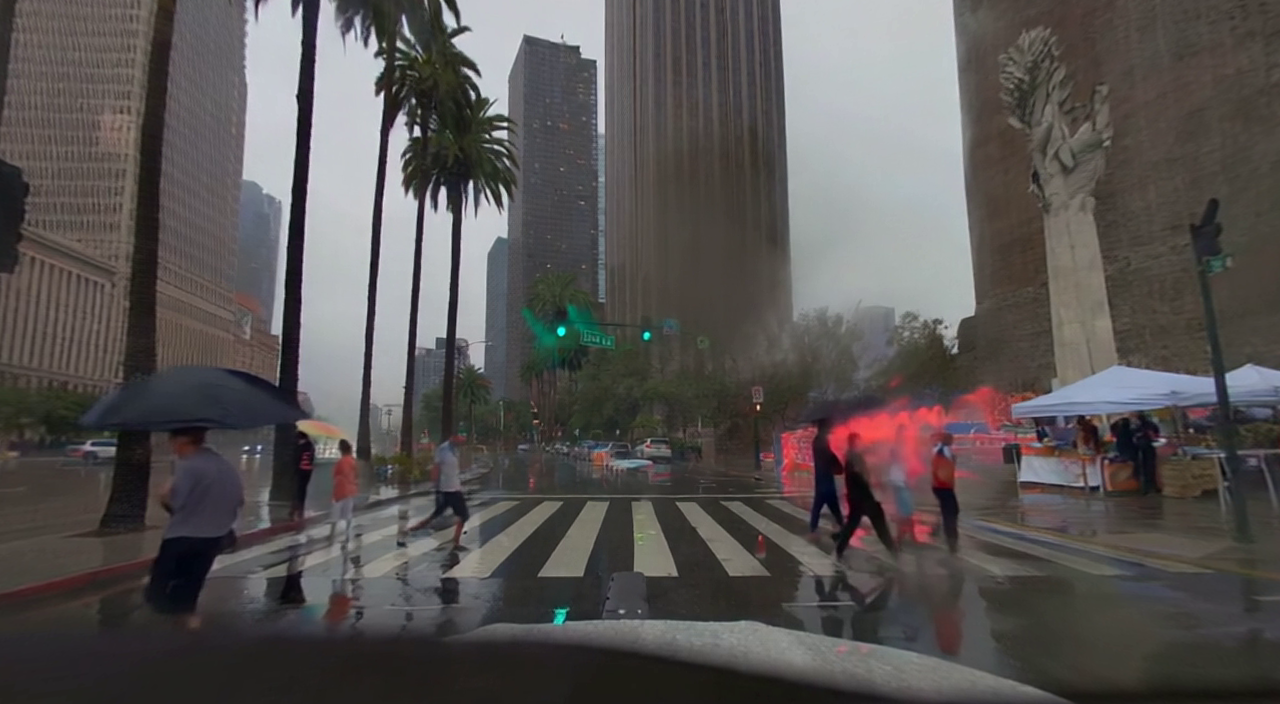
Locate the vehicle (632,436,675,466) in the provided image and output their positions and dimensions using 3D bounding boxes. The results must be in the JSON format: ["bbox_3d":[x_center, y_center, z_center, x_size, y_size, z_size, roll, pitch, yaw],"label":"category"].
[{"bbox_3d":[0.910,7.291,46.672,2.322,2.071,5.366,1,-9,-9],"label":"vehicle"}]
